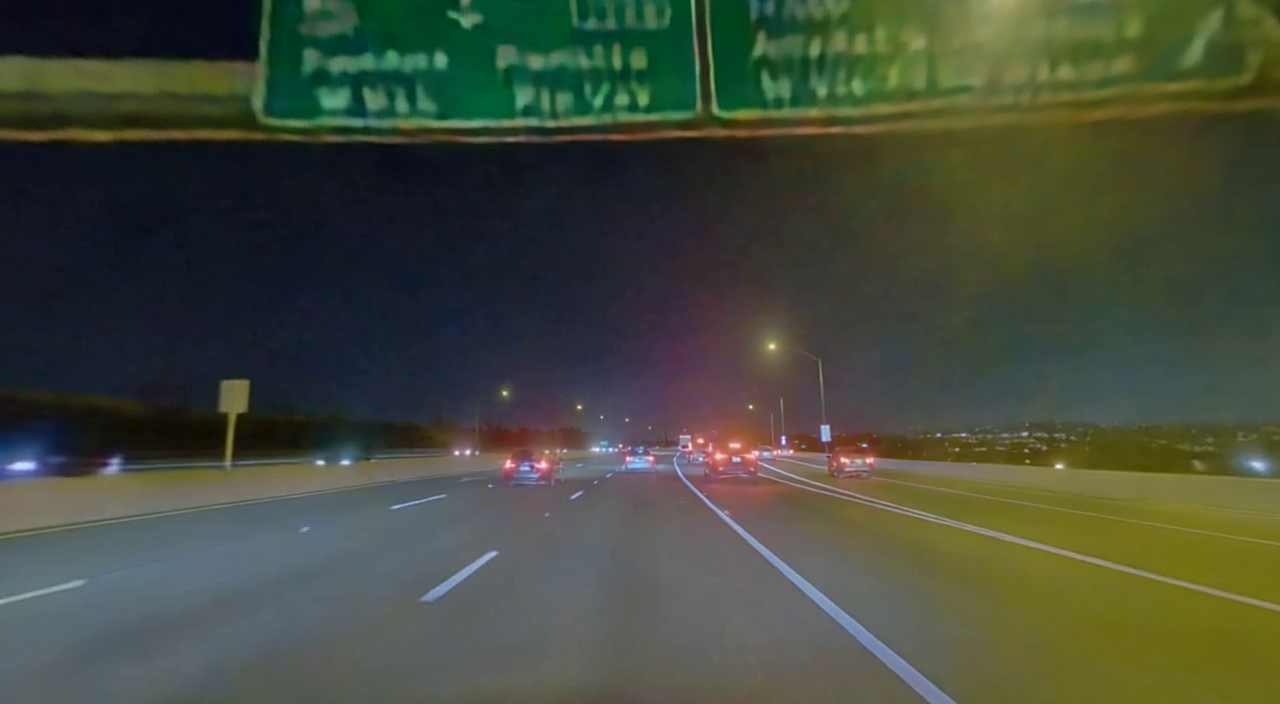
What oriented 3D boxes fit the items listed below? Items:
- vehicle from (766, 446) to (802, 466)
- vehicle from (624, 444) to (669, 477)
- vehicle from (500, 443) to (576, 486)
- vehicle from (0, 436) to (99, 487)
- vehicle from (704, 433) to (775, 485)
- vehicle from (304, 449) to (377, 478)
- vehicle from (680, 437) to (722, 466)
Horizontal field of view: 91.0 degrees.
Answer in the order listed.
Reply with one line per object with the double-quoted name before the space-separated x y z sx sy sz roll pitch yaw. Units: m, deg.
"vehicle" 10.931 7.941 48.094 1.971 1.464 4.357 0 -9 3
"vehicle" 0.333 5.273 30.699 2.071 1.478 4.130 0 -9 1
"vehicle" -3.787 4.267 24.255 1.996 1.488 4.451 0 -9 3
"vehicle" -23.591 4.087 23.603 2.055 1.786 4.972 0 -9 2
"vehicle" 3.682 4.067 24.139 2.045 1.768 4.249 0 -9 0
"vehicle" -16.434 6.099 34.770 1.786 1.478 4.340 0 -9 2
"vehicle" 4.671 7.864 49.727 2.802 2.151 6.579 0 -9 1
